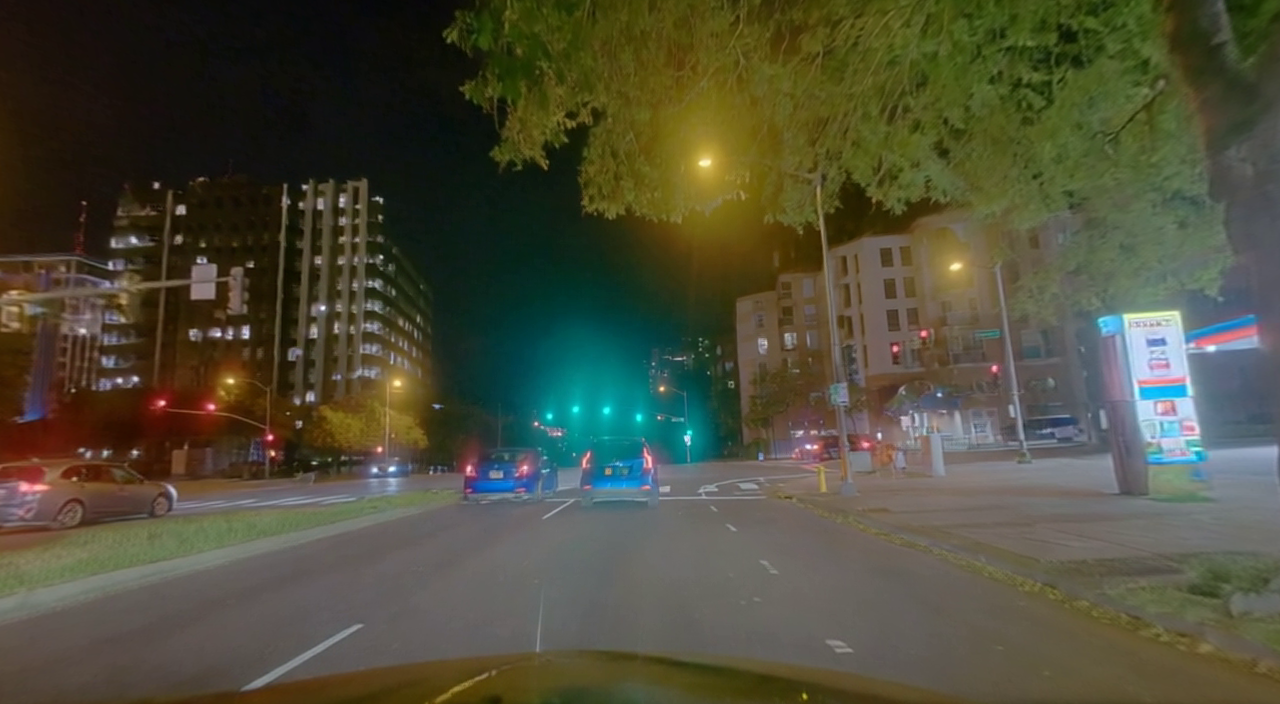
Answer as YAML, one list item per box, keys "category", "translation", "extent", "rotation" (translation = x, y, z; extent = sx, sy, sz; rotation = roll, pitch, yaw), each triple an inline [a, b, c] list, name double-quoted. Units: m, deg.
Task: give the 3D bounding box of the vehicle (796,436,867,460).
- category: "vehicle"
  translation: [13.861, 6.974, 45.951]
  extent: [4.524, 1.681, 1.823]
  rotation: [0, -8, 0]

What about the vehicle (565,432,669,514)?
- category: "vehicle"
  translation: [-0.467, 2.888, 15.629]
  extent: [2.210, 1.722, 4.215]
  rotation: [0, -8, 1]

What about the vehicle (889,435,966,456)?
- category: "vehicle"
  translation: [20.720, 6.762, 45.668]
  extent: [4.700, 1.417, 1.789]
  rotation: [0, -8, 2]

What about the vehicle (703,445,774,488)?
- category: "vehicle"
  translation: [3.901, 4.369, 24.494]
  extent: [1.976, 1.462, 4.342]
  rotation: [-3, -9, 18]

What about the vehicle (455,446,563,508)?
- category: "vehicle"
  translation: [-3.488, 3.397, 17.723]
  extent: [2.003, 1.492, 4.291]
  rotation: [0, -8, 2]

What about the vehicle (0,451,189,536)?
- category: "vehicle"
  translation: [-13.455, 3.193, 14.967]
  extent: [1.995, 1.626, 4.592]
  rotation: [0, -8, 2]
